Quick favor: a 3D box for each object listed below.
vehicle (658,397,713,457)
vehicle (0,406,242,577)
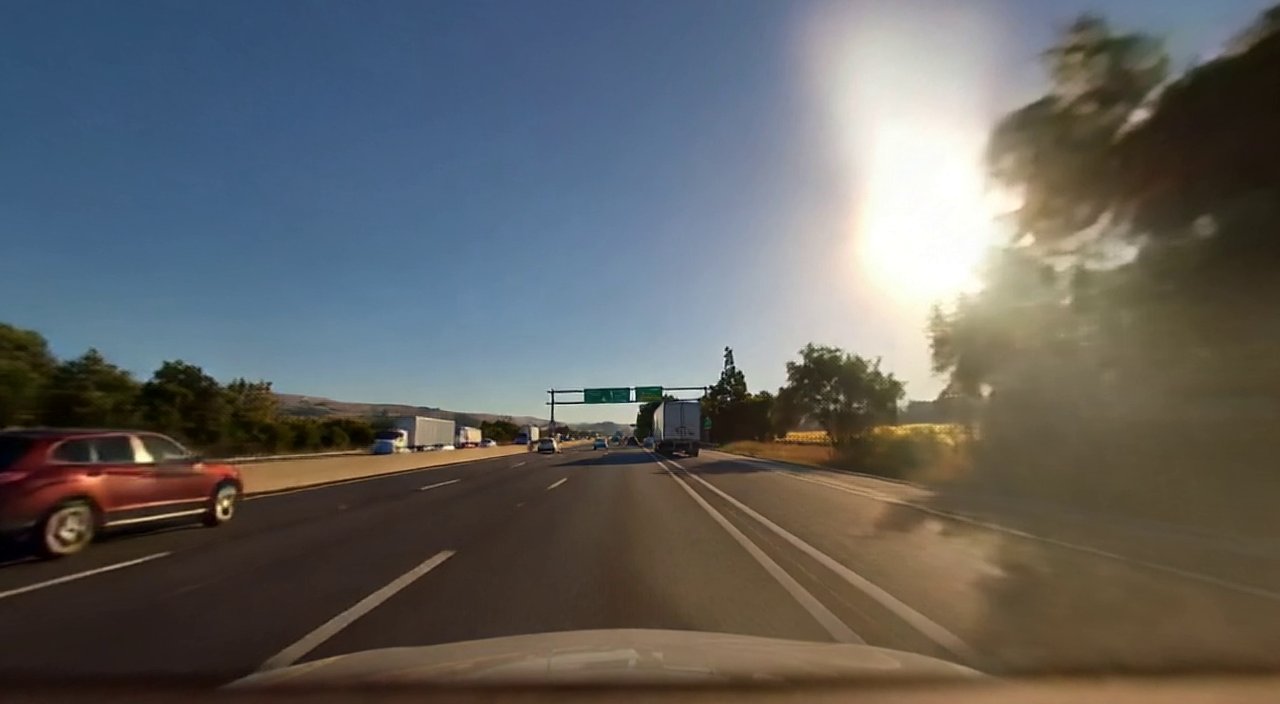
[{"bbox_3d":[3.006,5.446,45.267,2.760,3.710,12.230,0,-7,-1],"label":"vehicle"},{"bbox_3d":[-7.211,1.525,7.393,2.076,1.636,4.597,0,-8,0],"label":"vehicle"}]
